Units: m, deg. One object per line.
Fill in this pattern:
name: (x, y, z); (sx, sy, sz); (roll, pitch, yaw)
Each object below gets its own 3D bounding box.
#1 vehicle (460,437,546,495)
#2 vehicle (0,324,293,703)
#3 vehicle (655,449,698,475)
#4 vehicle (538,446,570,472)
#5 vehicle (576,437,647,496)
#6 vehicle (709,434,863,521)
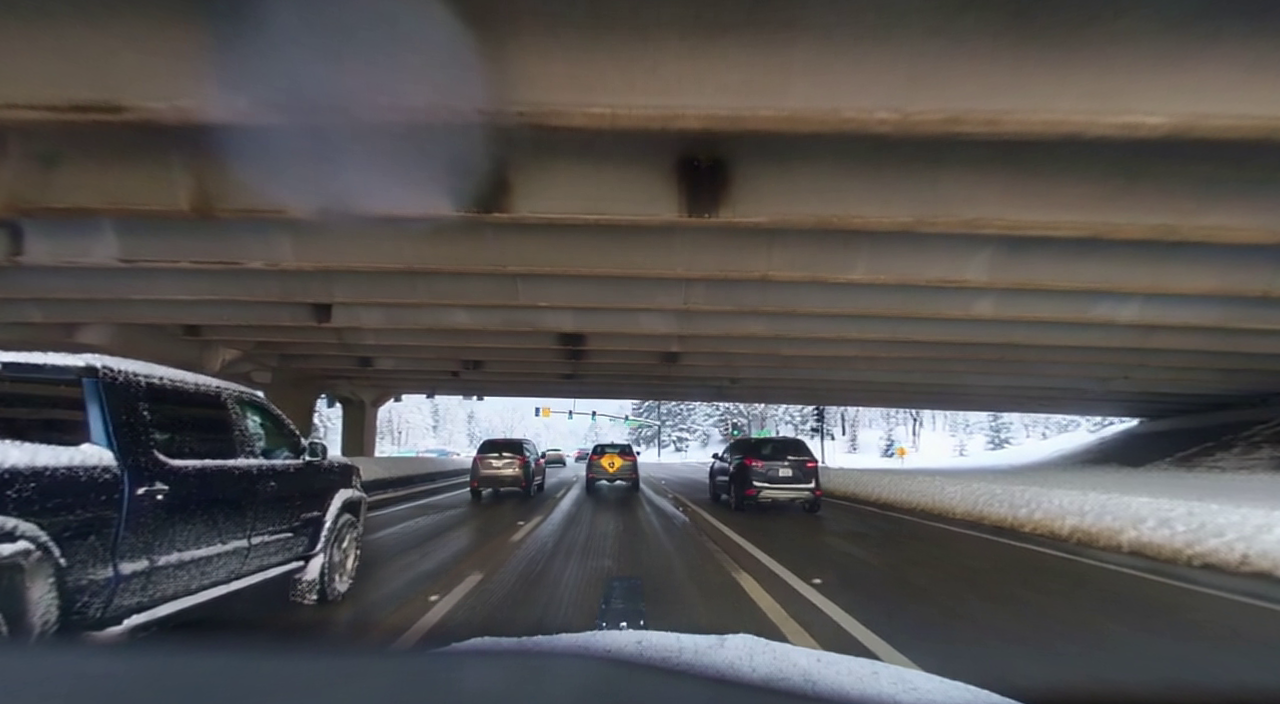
vehicle: (-4.449, 3.763, 21.189); (2.127, 1.720, 4.064); (0, -8, -2)
vehicle: (-3.748, 0.778, 2.548); (2.074, 1.814, 4.596); (0, -8, -1)
vehicle: (2.137, 6.608, 38.107); (2.026, 1.457, 3.969); (1, -9, -5)
vehicle: (-5.683, 7.095, 42.046); (1.829, 1.614, 3.611); (1, -8, -4)
vehicle: (-0.925, 3.722, 20.857); (2.097, 1.748, 3.794); (0, -8, -2)
vehicle: (3.242, 2.930, 15.420); (2.234, 1.720, 5.378); (0, -8, -3)
